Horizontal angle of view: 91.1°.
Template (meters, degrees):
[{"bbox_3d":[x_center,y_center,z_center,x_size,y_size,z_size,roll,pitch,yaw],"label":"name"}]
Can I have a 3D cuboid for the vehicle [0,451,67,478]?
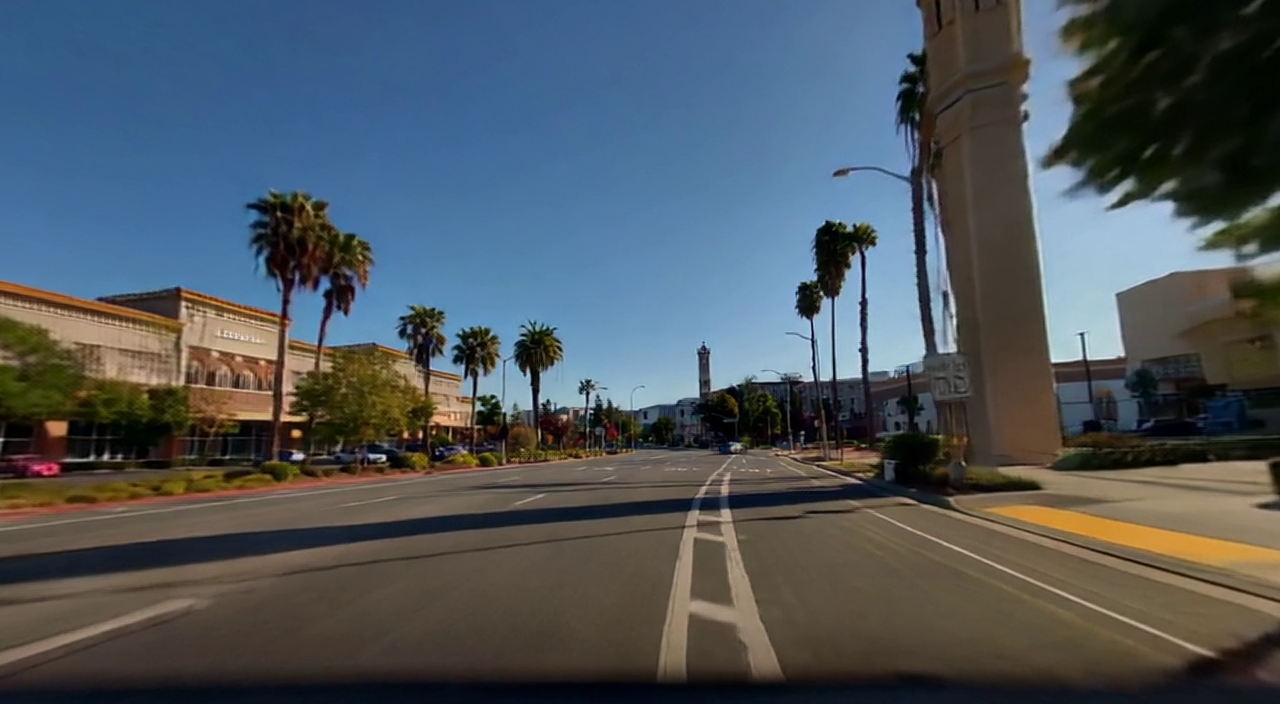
[{"bbox_3d":[-36.088,6.448,36.087,4.525,1.492,1.950,-1,-9,5],"label":"vehicle"}]

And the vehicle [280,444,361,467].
[{"bbox_3d":[-21.492,6.957,42.321,4.440,1.541,1.851,-1,-9,3],"label":"vehicle"}]
